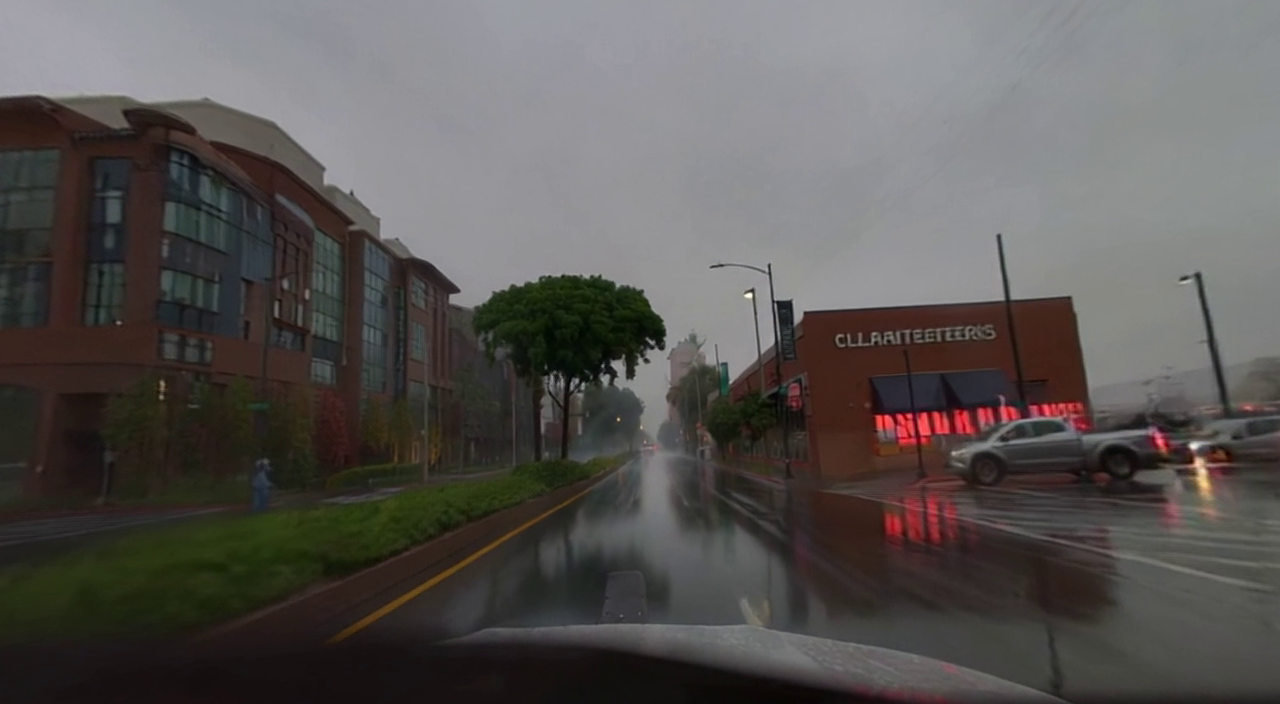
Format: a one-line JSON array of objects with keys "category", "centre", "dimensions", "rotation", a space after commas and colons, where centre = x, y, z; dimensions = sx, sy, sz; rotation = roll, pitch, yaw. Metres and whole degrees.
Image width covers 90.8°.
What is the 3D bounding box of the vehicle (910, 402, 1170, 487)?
[{"category": "vehicle", "centre": [9.310, 2.239, 15.260], "dimensions": [4.694, 1.826, 2.226], "rotation": [-2, -9, 11]}]
